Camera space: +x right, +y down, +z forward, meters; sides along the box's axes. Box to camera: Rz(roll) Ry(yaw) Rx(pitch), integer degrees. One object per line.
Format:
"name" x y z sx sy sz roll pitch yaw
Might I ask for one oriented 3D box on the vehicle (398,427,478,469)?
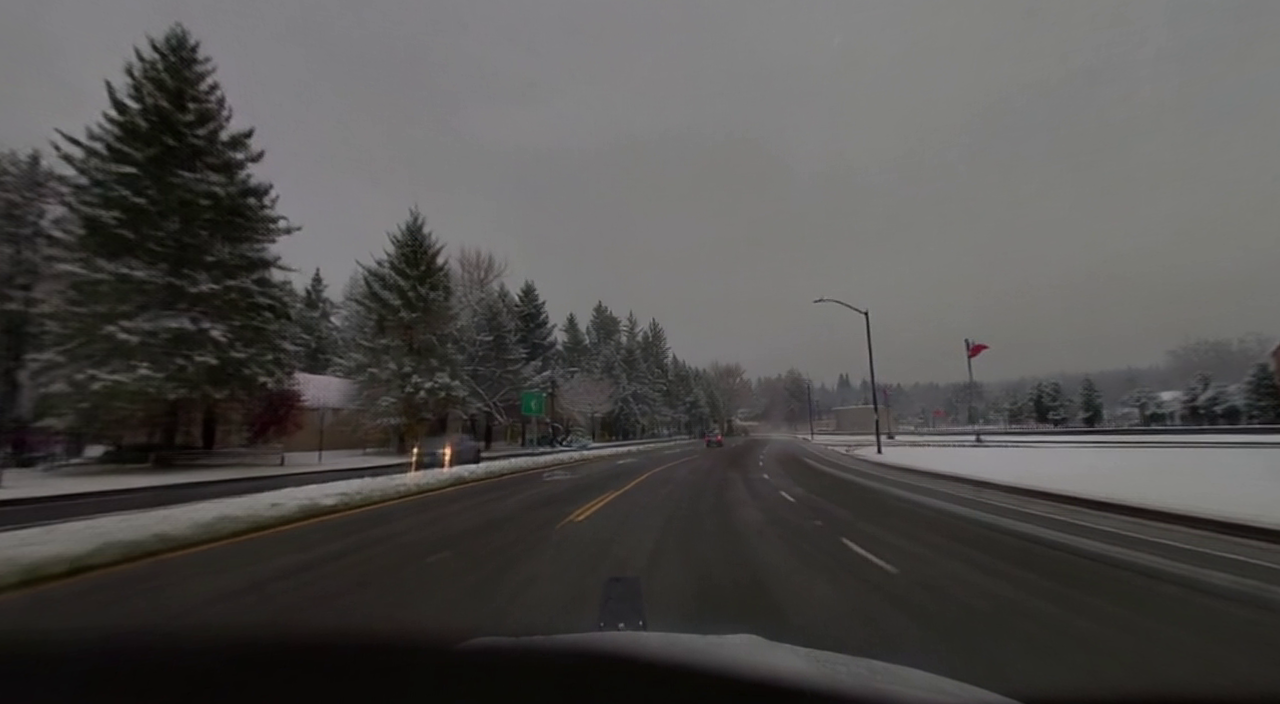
"vehicle" -10.377 4.964 32.873 2.080 1.984 4.778 -1 -8 8
